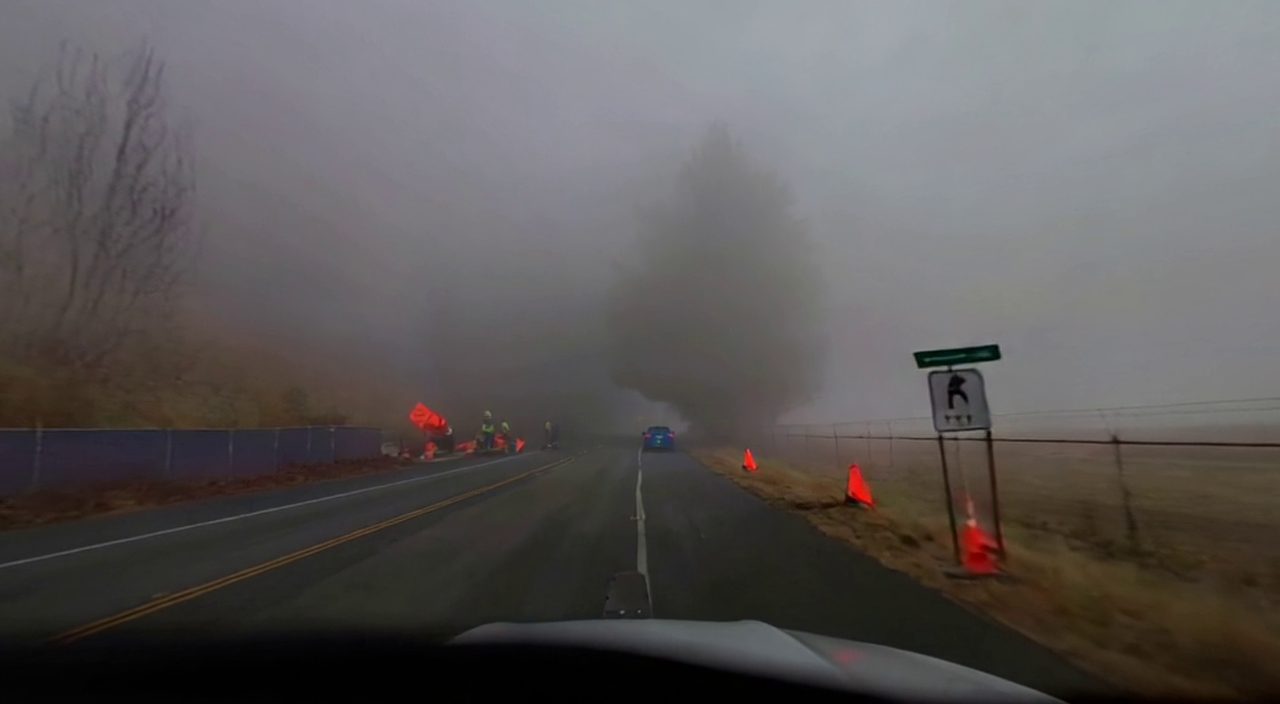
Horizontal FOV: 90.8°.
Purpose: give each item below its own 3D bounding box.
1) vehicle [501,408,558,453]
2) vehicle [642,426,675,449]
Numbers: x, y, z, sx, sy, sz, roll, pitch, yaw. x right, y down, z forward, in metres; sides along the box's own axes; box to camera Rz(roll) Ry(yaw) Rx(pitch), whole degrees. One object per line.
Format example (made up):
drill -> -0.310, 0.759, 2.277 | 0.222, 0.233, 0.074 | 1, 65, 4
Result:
vehicle -> -7.005, 5.036, 40.285 | 3.064, 2.710, 2.385 | -1, -9, 3
vehicle -> 1.284, 5.971, 43.977 | 2.172, 1.486, 3.581 | -1, -9, 2
